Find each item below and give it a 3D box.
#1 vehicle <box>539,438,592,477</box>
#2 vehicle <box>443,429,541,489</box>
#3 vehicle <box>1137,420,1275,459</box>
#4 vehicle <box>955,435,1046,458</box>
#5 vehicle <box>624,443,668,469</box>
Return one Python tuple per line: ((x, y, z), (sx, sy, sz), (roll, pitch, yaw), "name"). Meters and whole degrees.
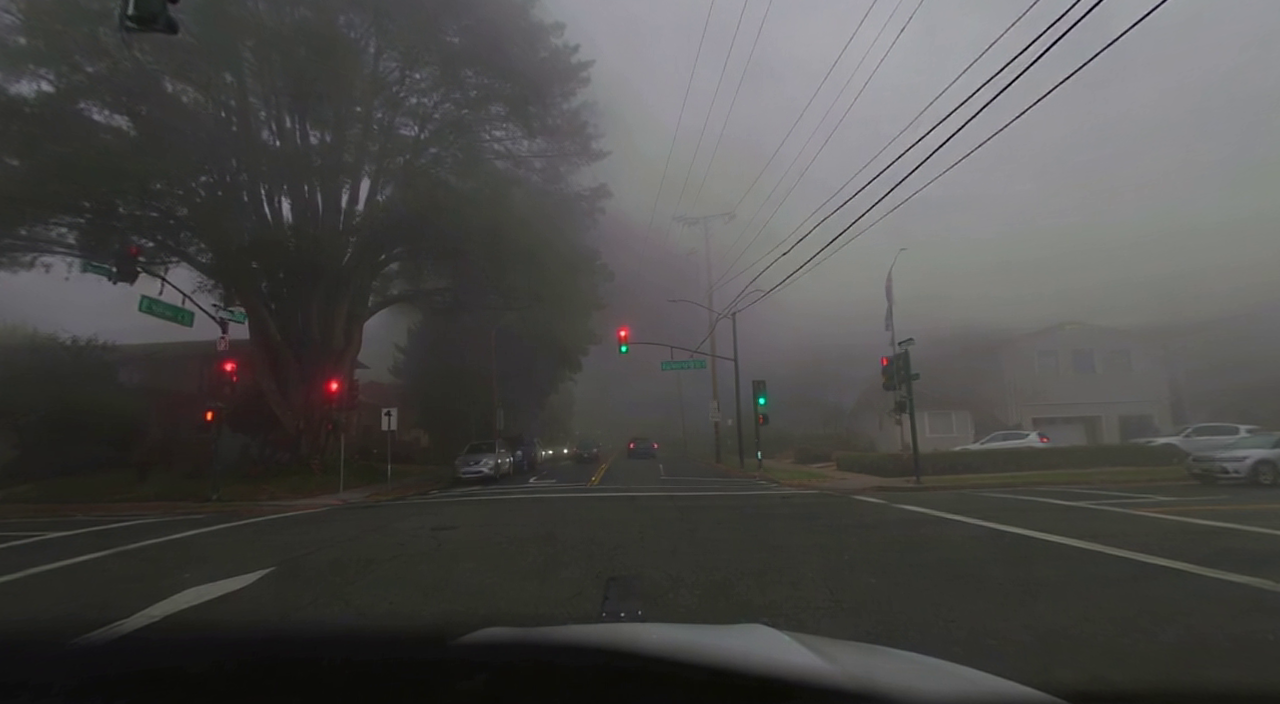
((-3.649, 5.280, 31.914), (2.120, 1.783, 4.788), (0, -9, 0), "vehicle")
((-6.501, 4.832, 28.959), (2.896, 2.339, 7.322), (0, -9, -1), "vehicle")
((33.263, 5.158, 37.238), (5.969, 2.149, 2.331), (0, -9, -4), "vehicle")
((24.968, 6.552, 43.838), (5.172, 1.515, 1.851), (0, -9, -2), "vehicle")
((0.290, 6.378, 38.860), (2.056, 1.493, 4.535), (1, -9, -8), "vehicle")
